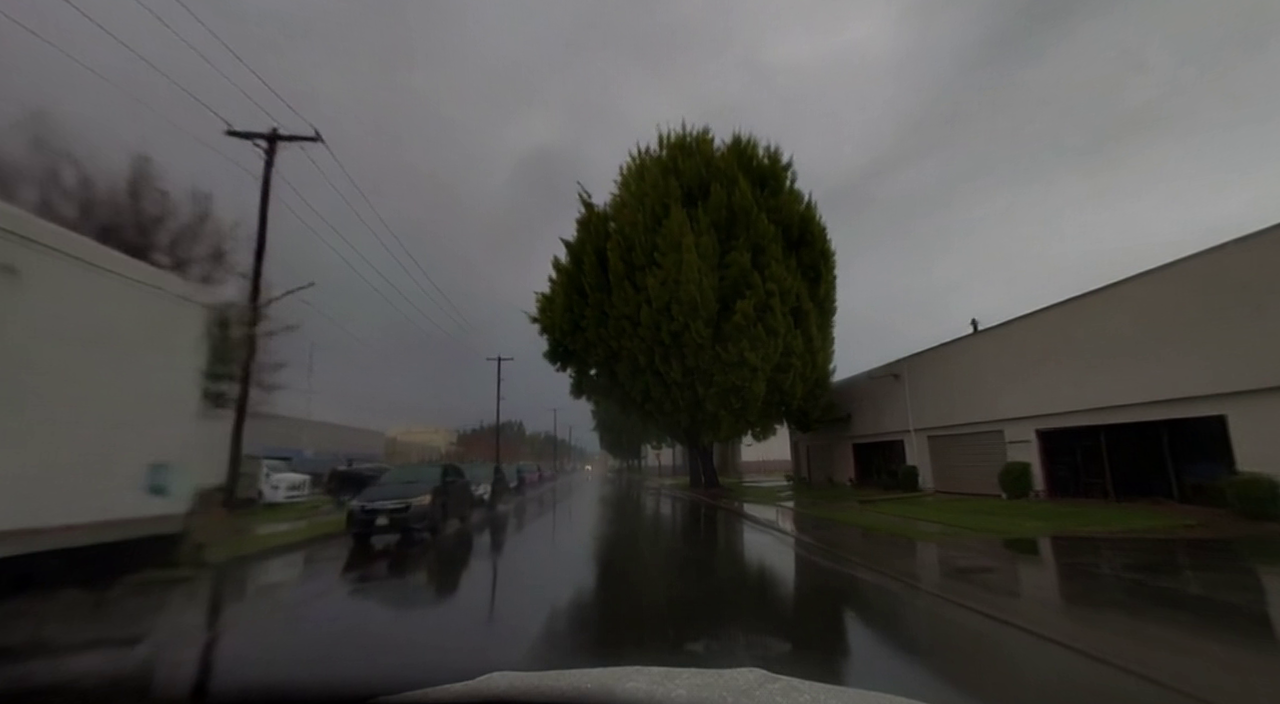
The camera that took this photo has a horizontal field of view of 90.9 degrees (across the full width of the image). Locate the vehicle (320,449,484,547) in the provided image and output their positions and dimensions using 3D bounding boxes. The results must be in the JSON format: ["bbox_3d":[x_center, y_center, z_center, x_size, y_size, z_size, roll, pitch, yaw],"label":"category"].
[{"bbox_3d":[-4.723,2.911,13.286,1.886,1.640,4.311,2,-9,-3],"label":"vehicle"}]

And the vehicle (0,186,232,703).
[{"bbox_3d":[-4.246,0.357,2.081,2.242,2.726,5.581,1,-11,-4],"label":"vehicle"}]

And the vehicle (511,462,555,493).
[{"bbox_3d":[-5.957,7.043,35.516,1.882,1.606,4.191,1,-11,-2],"label":"vehicle"}]
